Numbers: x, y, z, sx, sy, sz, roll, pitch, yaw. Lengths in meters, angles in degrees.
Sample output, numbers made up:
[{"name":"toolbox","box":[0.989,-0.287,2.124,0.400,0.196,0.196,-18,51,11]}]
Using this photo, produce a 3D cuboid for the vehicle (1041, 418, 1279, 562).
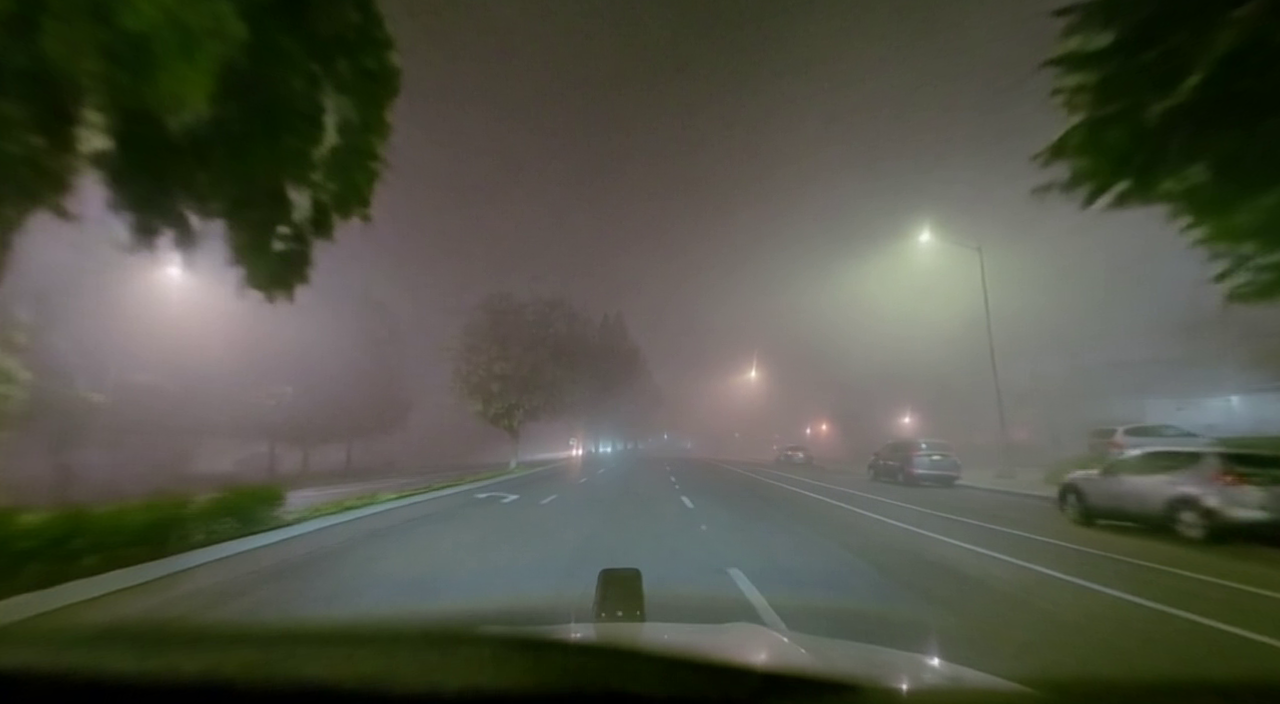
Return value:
[{"name":"vehicle","box":[8.833,1.973,9.704,2.192,1.714,4.885,-1,-9,1]}]

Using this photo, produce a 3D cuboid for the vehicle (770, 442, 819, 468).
[{"name":"vehicle","box":[9.769,6.530,40.224,2.076,1.547,4.398,0,-9,1]}]

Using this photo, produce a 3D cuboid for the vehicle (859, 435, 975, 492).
[{"name":"vehicle","box":[9.323,3.788,21.767,1.990,1.728,4.597,-1,-9,1]}]
